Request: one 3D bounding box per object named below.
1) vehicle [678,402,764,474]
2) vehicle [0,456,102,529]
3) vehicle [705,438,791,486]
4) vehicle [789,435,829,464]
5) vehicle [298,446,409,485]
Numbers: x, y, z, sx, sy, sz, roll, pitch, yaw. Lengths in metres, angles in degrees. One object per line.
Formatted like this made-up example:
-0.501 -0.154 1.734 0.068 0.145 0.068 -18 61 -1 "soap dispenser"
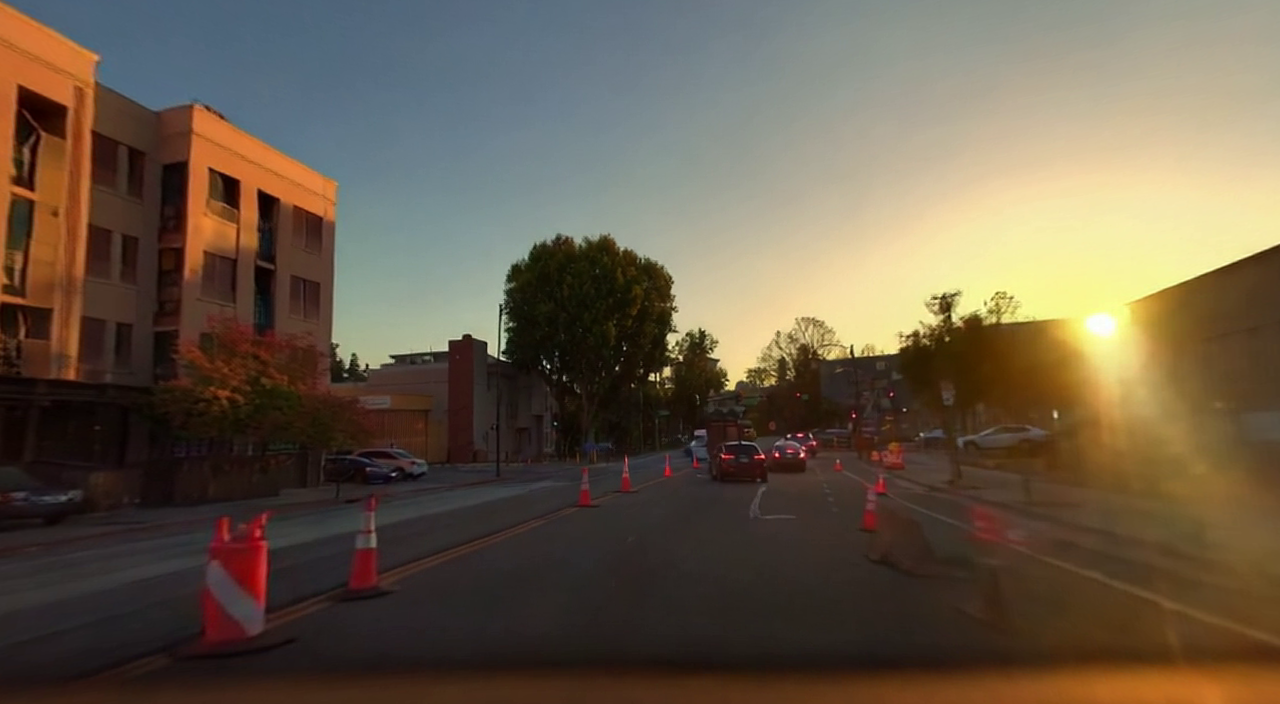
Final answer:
4.917 4.877 35.449 2.977 3.271 12.748 -2 -9 15 "vehicle"
-16.030 3.262 15.054 4.952 1.510 2.115 -1 -9 11 "vehicle"
3.658 3.794 22.160 2.159 1.506 4.086 1 -8 -2 "vehicle"
12.081 6.919 44.956 2.110 1.942 4.376 -3 -9 22 "vehicle"
-13.555 5.345 30.008 4.397 1.698 1.932 -2 -9 12 "vehicle"
